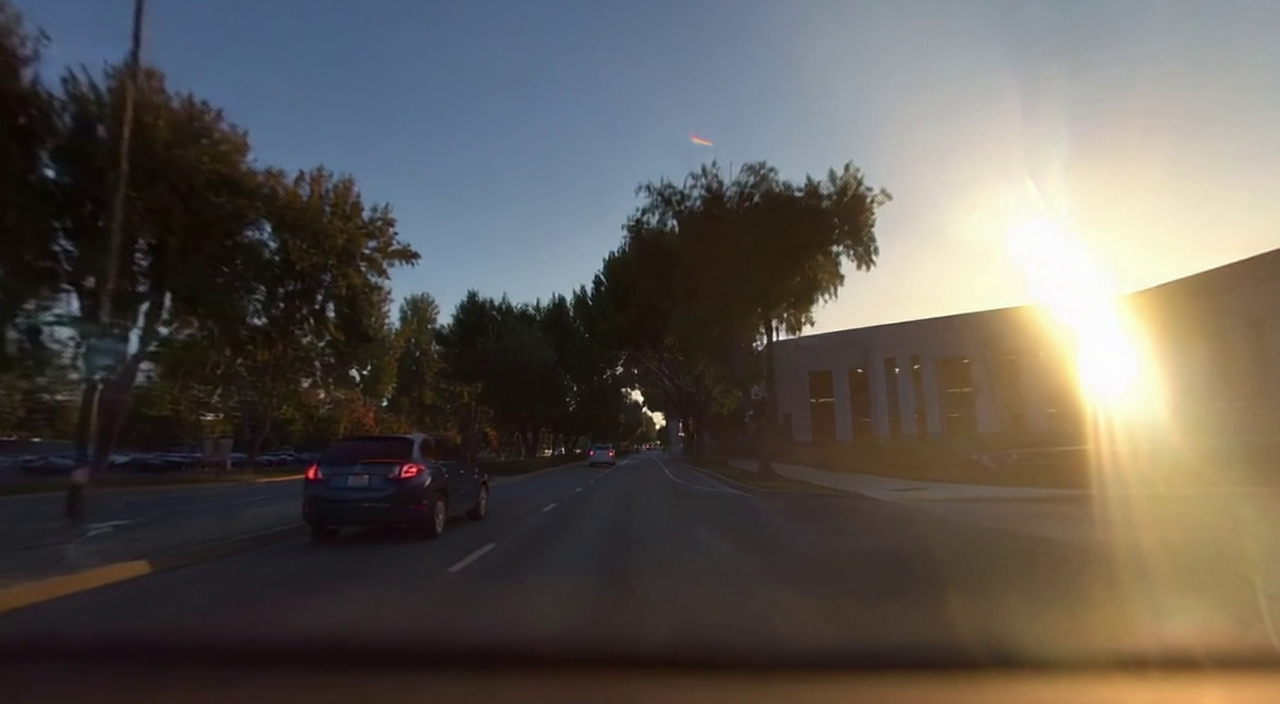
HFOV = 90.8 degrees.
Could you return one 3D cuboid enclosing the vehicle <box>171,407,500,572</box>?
[{"bbox_3d":[-3.675,1.769,8.949,2.202,1.685,4.772,0,-8,1],"label":"vehicle"}]
